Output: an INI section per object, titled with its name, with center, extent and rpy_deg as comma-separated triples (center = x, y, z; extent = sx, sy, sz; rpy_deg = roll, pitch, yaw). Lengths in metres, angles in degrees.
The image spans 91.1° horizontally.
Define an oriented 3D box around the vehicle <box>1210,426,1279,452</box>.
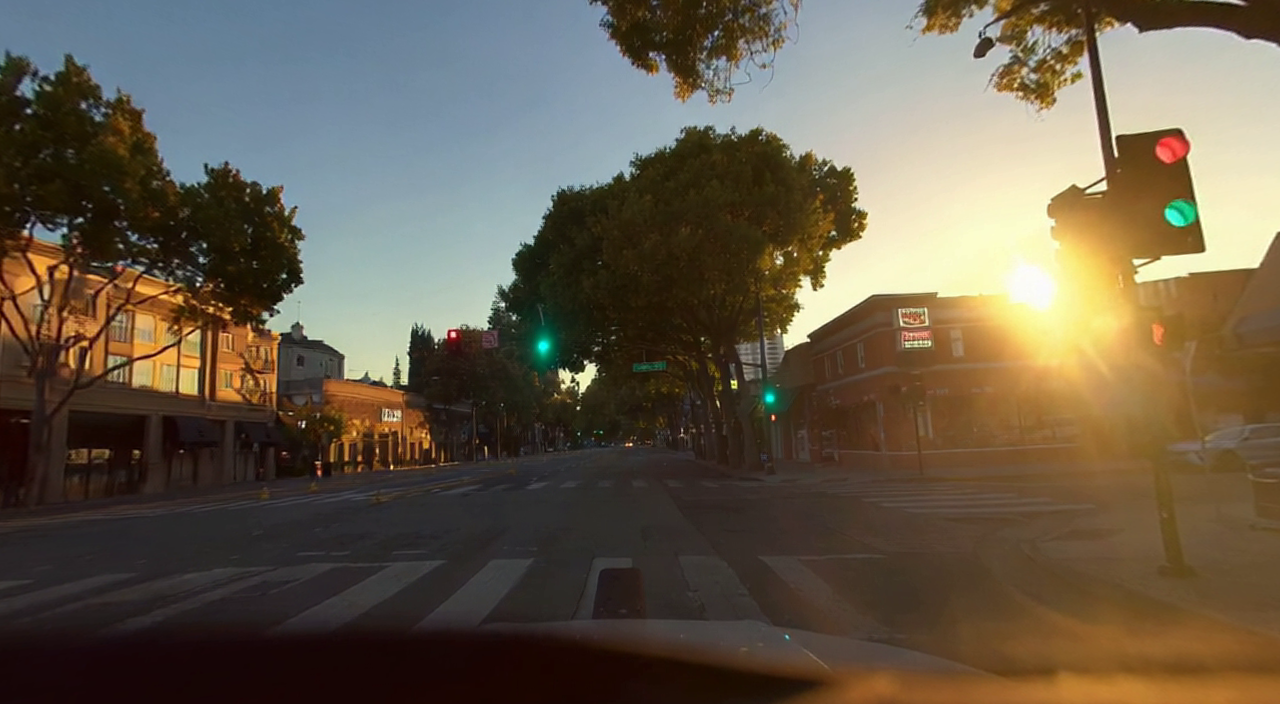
[vehicle]
center = 35.295, 4.893, 35.279
extent = 4.493, 1.453, 1.849
rpy_deg = 0, -9, 3
